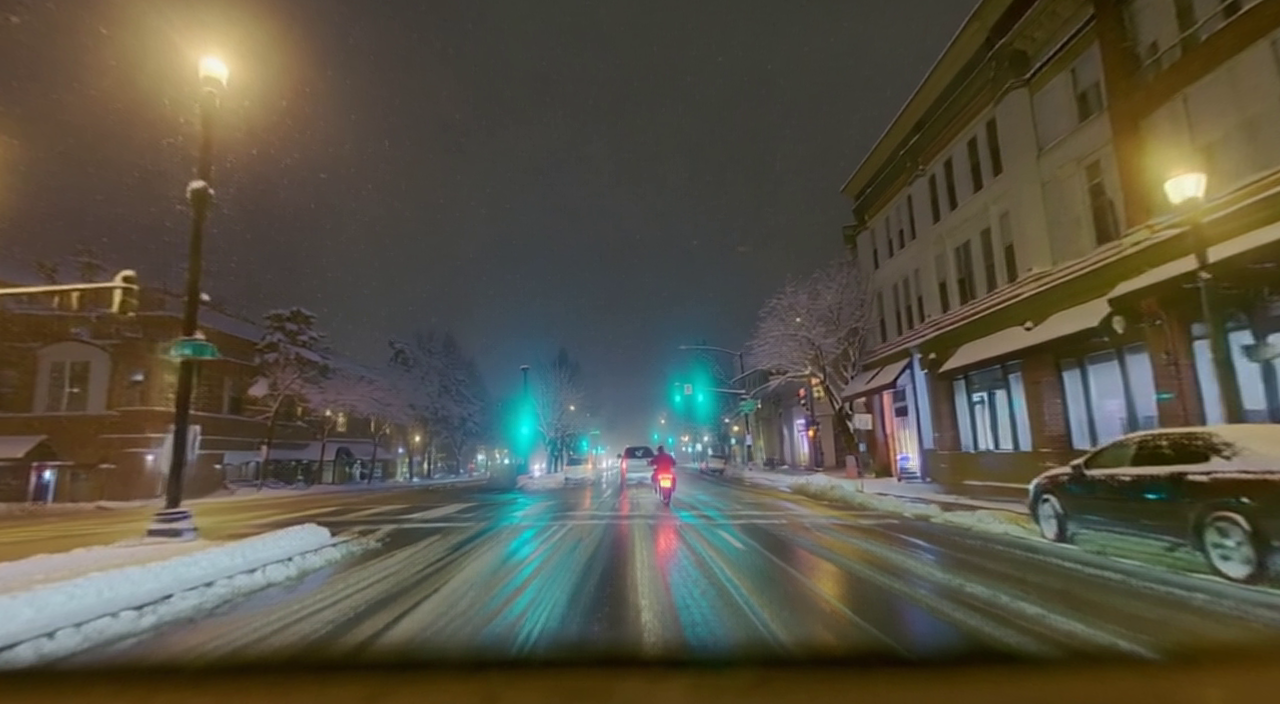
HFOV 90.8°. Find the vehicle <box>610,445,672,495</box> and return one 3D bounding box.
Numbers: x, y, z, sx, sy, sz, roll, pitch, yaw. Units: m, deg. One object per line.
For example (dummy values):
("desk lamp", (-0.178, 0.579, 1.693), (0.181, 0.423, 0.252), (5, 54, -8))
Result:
("vehicle", (-0.037, 4.539, 24.737), (2.223, 1.775, 4.250), (0, -8, -2))

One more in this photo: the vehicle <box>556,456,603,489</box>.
("vehicle", (-3.054, 6.184, 32.673), (2.014, 1.470, 4.552), (0, -9, 0))

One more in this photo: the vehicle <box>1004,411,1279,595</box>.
("vehicle", (7.164, 1.740, 7.965), (2.018, 1.772, 4.968), (0, -9, -2))
